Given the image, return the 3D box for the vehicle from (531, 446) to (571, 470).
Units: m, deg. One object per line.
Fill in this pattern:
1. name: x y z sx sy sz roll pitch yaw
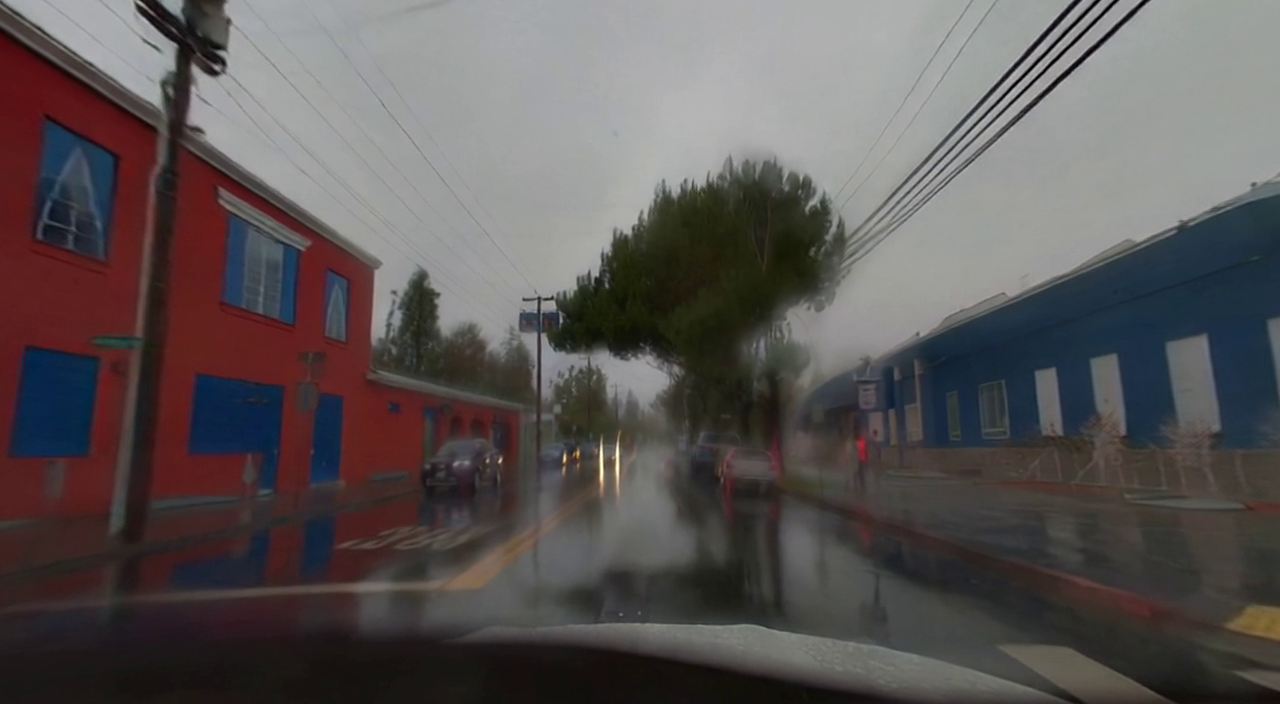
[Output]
1. vehicle: -5.816 6.966 41.666 1.844 1.486 4.474 -1 -8 2

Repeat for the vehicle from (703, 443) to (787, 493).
1. vehicle: 3.324 3.774 21.002 1.966 1.471 4.552 0 -8 -1

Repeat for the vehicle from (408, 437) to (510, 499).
1. vehicle: -6.126 3.915 21.963 2.140 1.746 4.385 -4 -8 1

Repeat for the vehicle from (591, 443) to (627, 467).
1. vehicle: -2.060 6.940 42.904 2.036 1.515 4.437 0 -8 2
